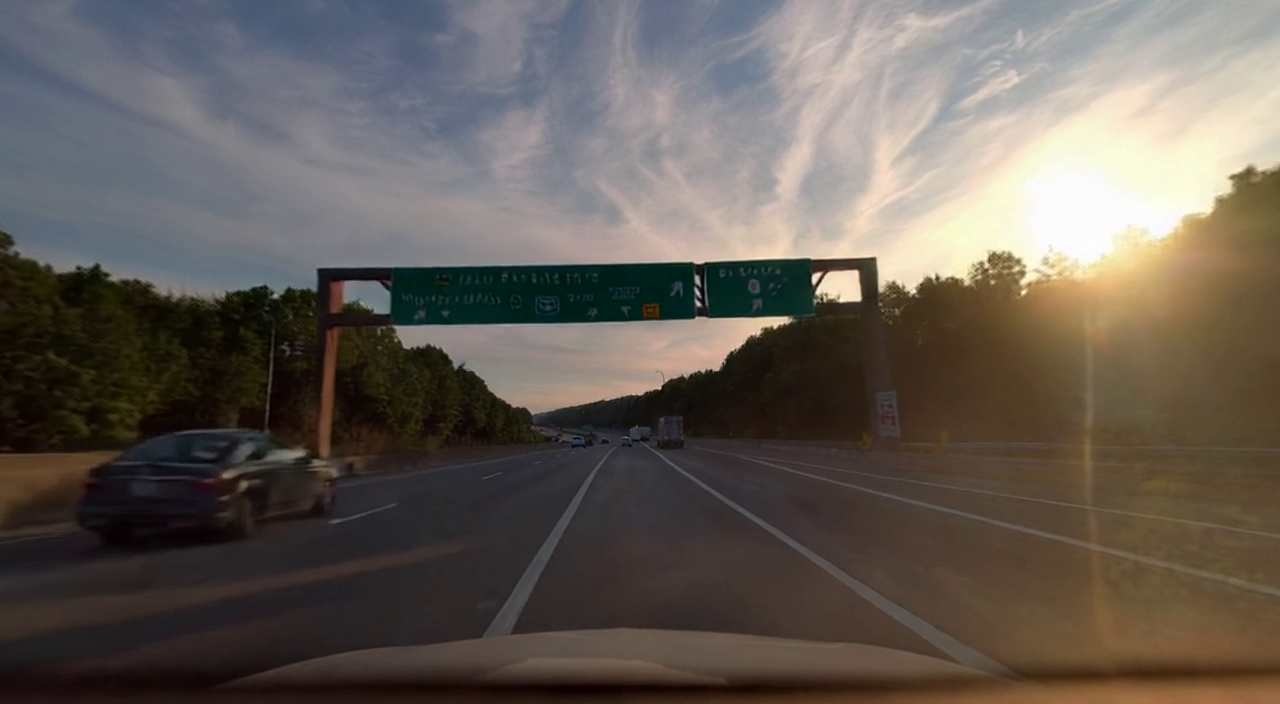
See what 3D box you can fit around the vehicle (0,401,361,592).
[{"bbox_3d":[-5.591,1.606,7.974,2.055,1.662,4.773,0,-8,-2],"label":"vehicle"}]
